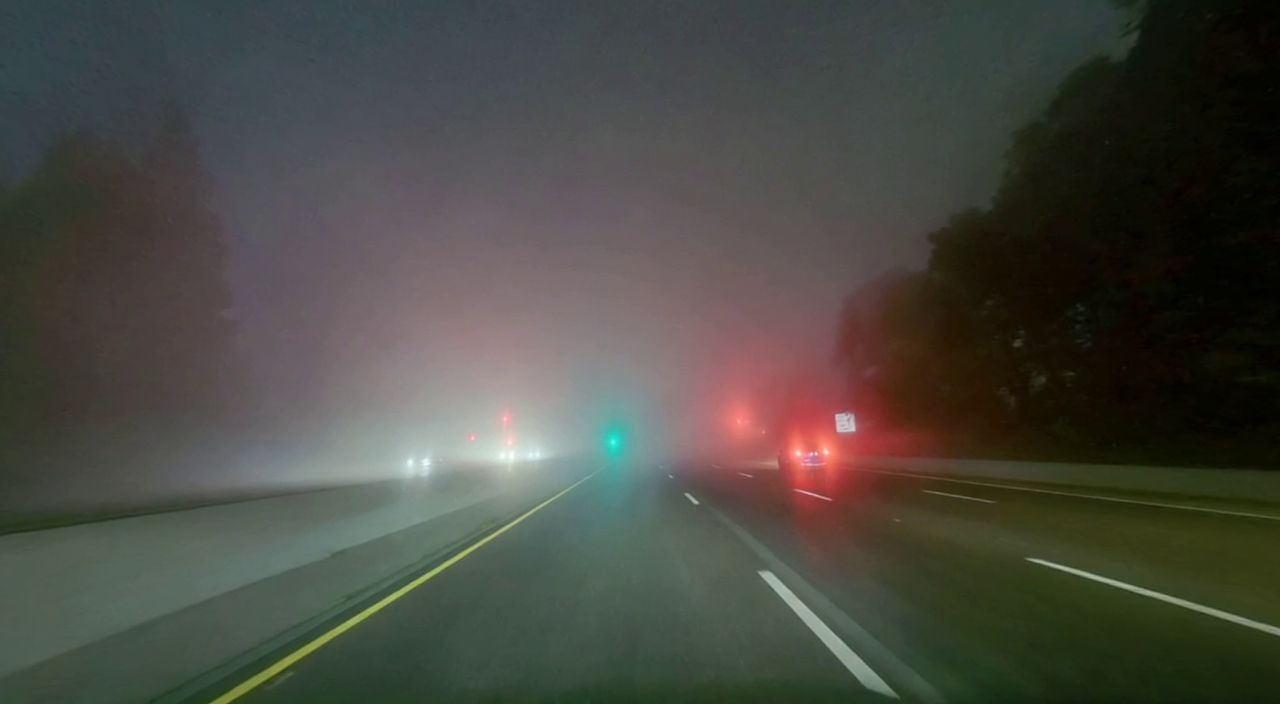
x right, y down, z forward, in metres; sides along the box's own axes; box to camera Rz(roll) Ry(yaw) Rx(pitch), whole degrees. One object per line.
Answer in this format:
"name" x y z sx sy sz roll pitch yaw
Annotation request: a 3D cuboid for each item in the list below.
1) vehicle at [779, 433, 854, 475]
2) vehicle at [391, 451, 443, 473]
"vehicle" 8.268 4.817 29.988 2.170 1.830 4.720 0 -9 0
"vehicle" -15.664 7.736 44.500 1.889 1.463 4.690 0 -9 1
